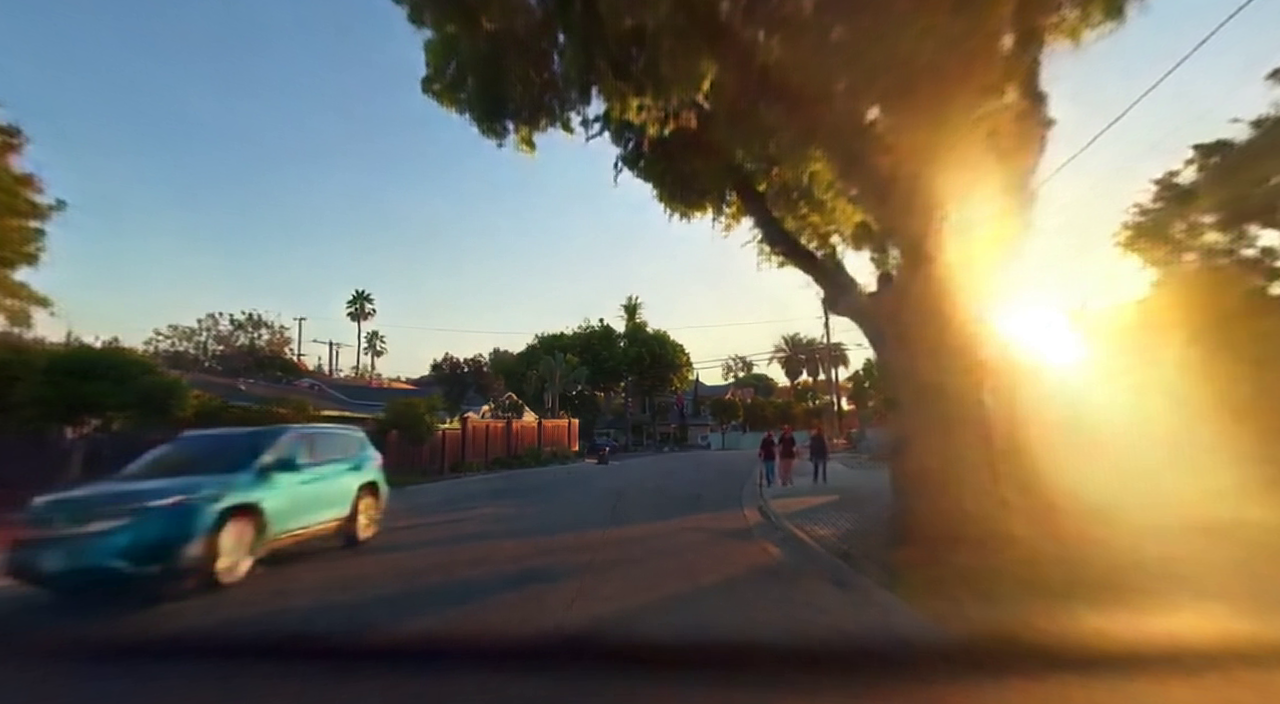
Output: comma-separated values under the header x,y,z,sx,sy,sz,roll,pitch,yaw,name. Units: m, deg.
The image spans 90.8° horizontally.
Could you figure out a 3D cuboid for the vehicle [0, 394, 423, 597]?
x,y,z,sx,sy,sz,roll,pitch,yaw,name
-4.777,1.594,7.917,2.208,1.758,4.529,-1,-8,4,vehicle
